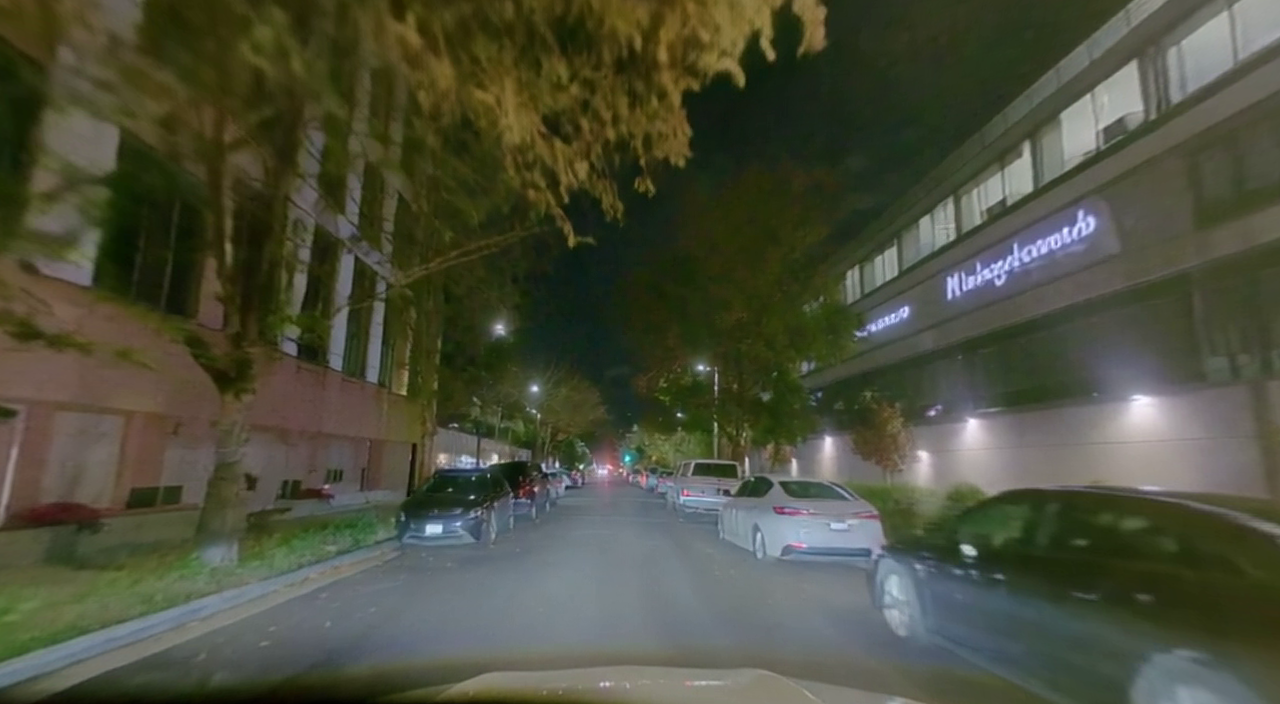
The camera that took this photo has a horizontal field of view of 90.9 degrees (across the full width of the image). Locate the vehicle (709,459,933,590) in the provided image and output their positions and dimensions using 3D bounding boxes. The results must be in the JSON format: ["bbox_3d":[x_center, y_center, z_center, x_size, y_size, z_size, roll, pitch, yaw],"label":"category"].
[{"bbox_3d":[2.384,2.451,9.694,1.815,1.479,4.498,2,-11,-4],"label":"vehicle"}]

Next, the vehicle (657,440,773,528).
[{"bbox_3d":[1.813,3.490,16.987,2.242,1.972,4.898,2,-11,-3],"label":"vehicle"}]

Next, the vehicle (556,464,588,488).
[{"bbox_3d":[-4.525,8.298,42.270,2.002,1.460,4.201,2,-11,-5],"label":"vehicle"}]

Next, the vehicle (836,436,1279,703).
[{"bbox_3d":[2.856,1.356,3.707,1.889,1.482,4.118,2,-11,-3],"label":"vehicle"}]

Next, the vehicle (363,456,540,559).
[{"bbox_3d":[-3.123,2.700,11.523,2.018,1.461,4.413,1,-11,-2],"label":"vehicle"}]
